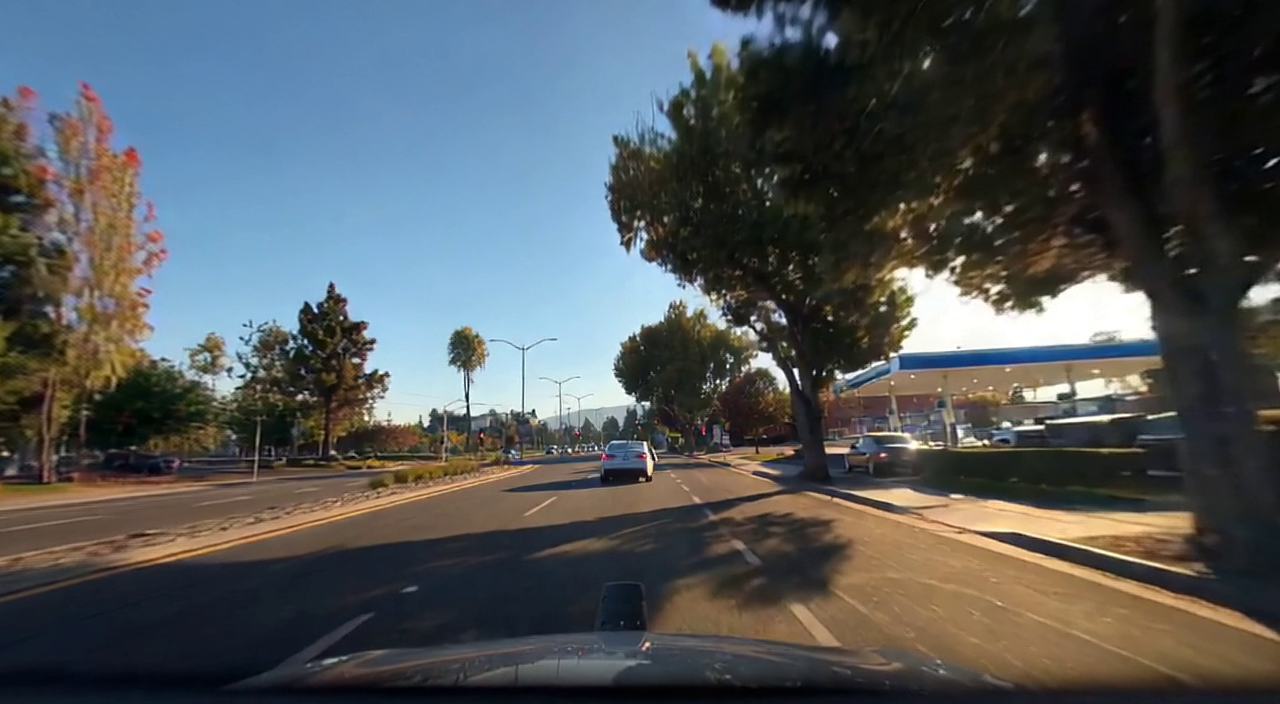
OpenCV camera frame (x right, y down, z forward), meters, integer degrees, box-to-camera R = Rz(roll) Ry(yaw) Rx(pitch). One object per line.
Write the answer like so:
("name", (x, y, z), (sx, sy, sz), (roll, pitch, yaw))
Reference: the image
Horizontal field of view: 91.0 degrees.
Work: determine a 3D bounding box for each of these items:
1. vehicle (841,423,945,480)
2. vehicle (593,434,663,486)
("vehicle", (9.295, 3.714, 23.633), (2.083, 1.882, 4.674), (0, -8, 2))
("vehicle", (-0.338, 3.536, 20.891), (2.062, 1.519, 4.214), (0, -8, 0))
